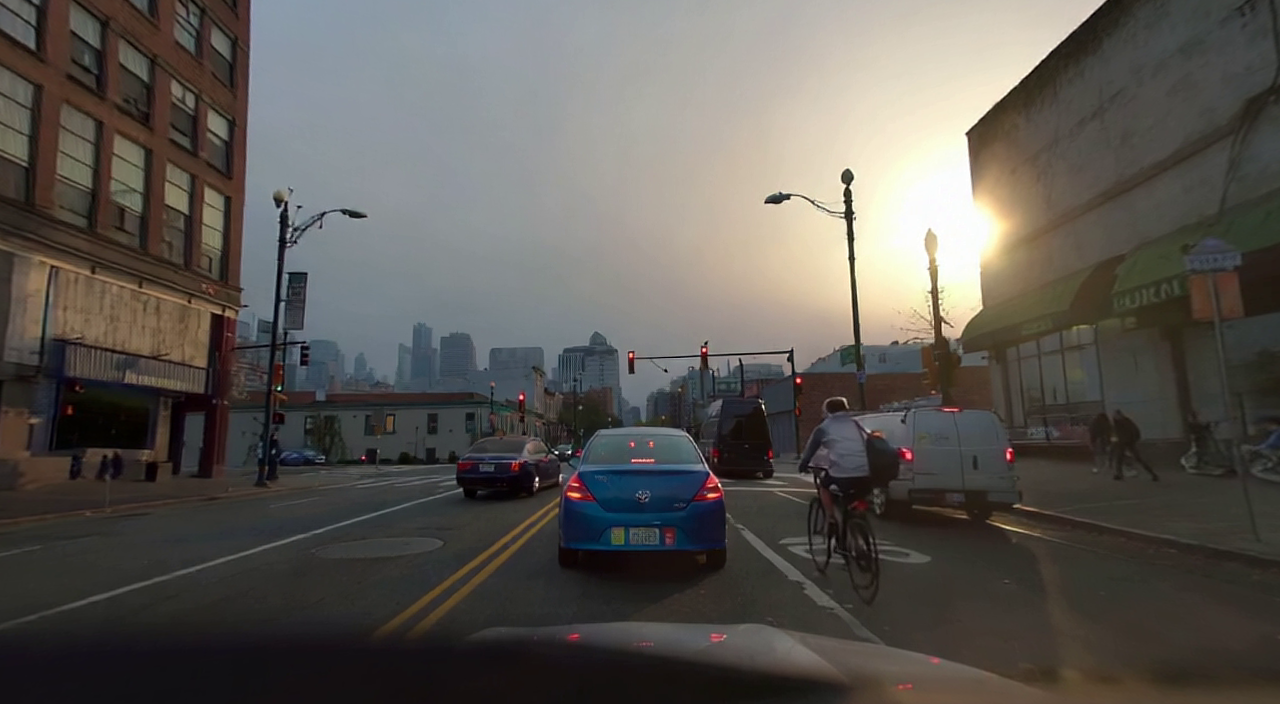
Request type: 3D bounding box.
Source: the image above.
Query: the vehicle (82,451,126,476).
[{"bbox_3d":[-40.448,8.363,47.475,2.264,1.722,4.721,7,-11,-41],"label":"vehicle"}]

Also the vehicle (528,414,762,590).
[{"bbox_3d":[0.030,1.649,7.721,2.091,1.557,4.000,0,-9,0],"label":"vehicle"}]

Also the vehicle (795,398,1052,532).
[{"bbox_3d":[4.508,1.913,11.130,2.142,1.829,4.767,0,-9,-2],"label":"vehicle"}]

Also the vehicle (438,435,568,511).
[{"bbox_3d":[-2.940,2.708,14.631,2.039,1.452,4.489,0,-9,-1],"label":"vehicle"}]
